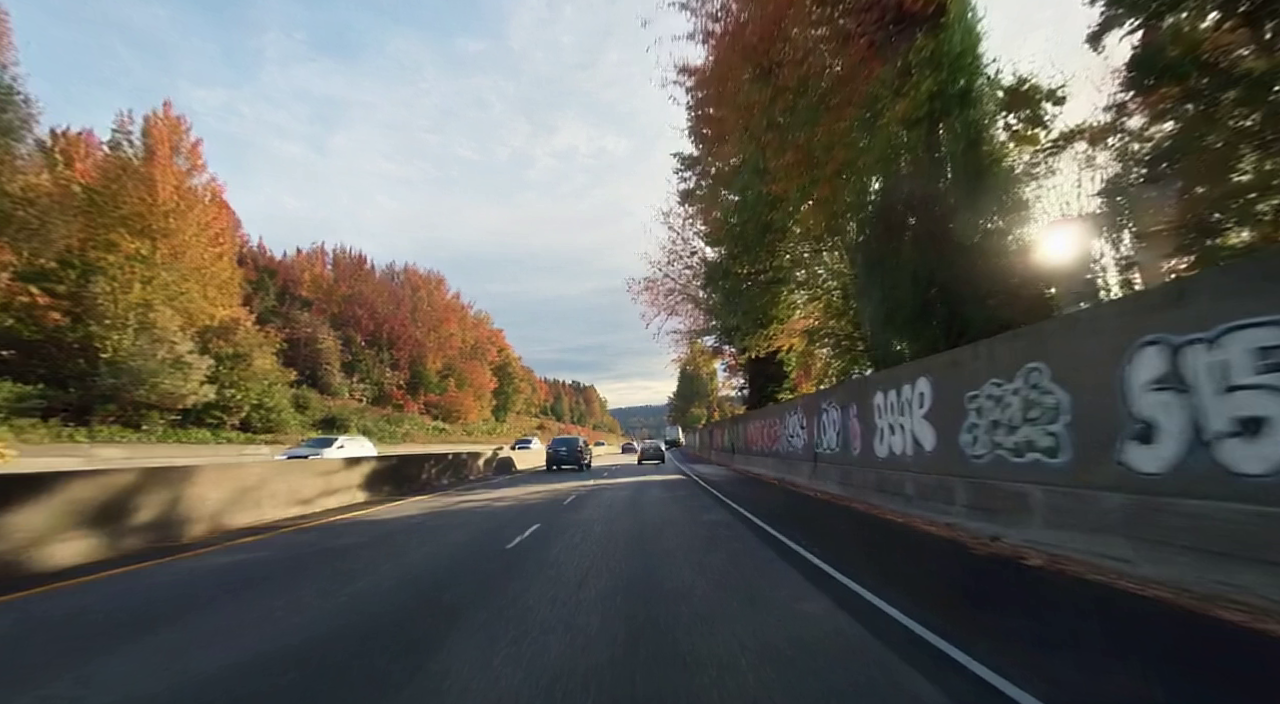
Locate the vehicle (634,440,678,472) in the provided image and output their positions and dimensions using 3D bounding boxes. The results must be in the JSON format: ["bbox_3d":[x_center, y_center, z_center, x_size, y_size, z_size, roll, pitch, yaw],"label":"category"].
[{"bbox_3d":[0.757,5.184,31.654,2.071,1.487,3.948,0,-8,1],"label":"vehicle"}]

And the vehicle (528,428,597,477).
[{"bbox_3d":[-3.307,4.425,27.989,2.199,1.973,5.078,0,-8,2],"label":"vehicle"}]
